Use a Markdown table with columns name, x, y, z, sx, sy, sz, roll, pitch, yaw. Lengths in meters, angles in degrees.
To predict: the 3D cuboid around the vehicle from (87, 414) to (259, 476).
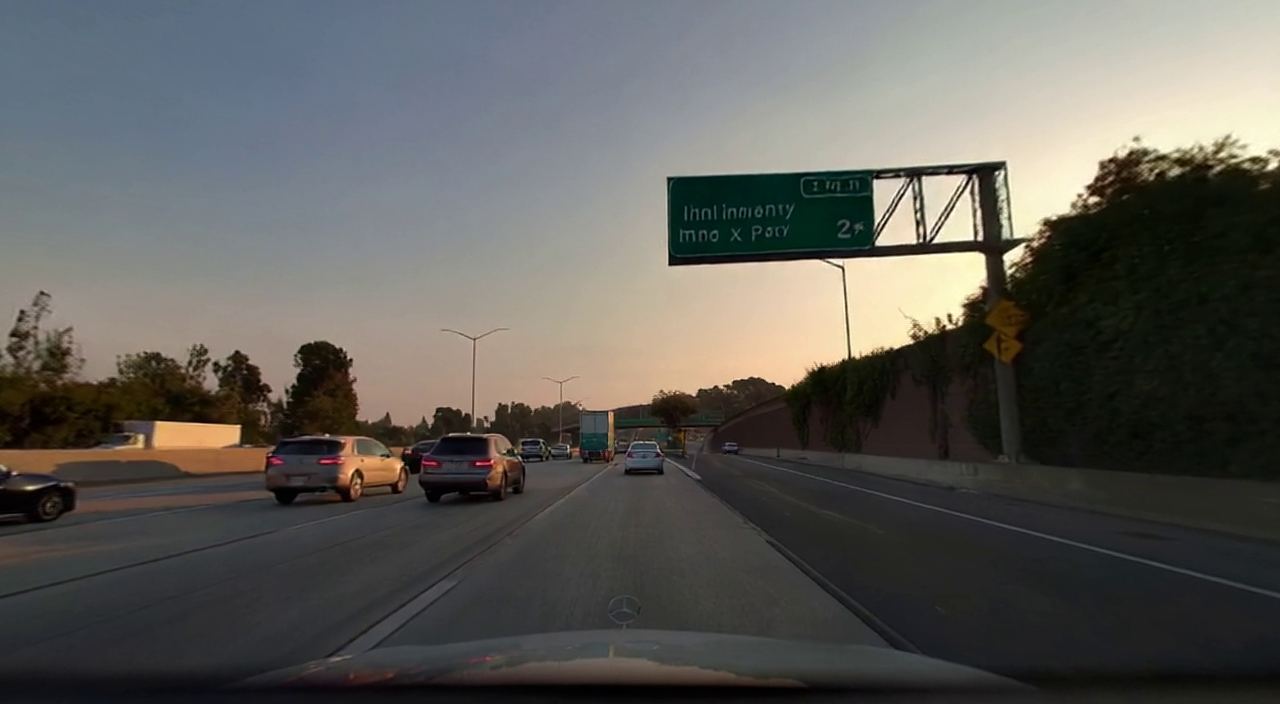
| name | x | y | z | sx | sy | sz | roll | pitch | yaw |
| --- | --- | --- | --- | --- | --- | --- | --- | --- | --- |
| vehicle | -27.949 | 5.687 | 38.652 | 2.909 | 3.253 | 9.778 | 0 | -8 | 1 |

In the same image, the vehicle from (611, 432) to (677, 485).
| name | x | y | z | sx | sy | sz | roll | pitch | yaw |
| --- | --- | --- | --- | --- | --- | --- | --- | --- | --- |
| vehicle | 0.172 | 3.785 | 22.769 | 2.180 | 1.716 | 3.920 | 0 | -8 | 1 |

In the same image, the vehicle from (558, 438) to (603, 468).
| name | x | y | z | sx | sy | sz | roll | pitch | yaw |
| --- | --- | --- | --- | --- | --- | --- | --- | --- | --- |
| vehicle | -3.490 | 6.020 | 37.822 | 2.243 | 1.683 | 4.178 | 0 | -8 | 1 |

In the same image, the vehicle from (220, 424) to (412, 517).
| name | x | y | z | sx | sy | sz | roll | pitch | yaw |
| --- | --- | --- | --- | --- | --- | --- | --- | --- | --- |
| vehicle | -6.967 | 2.572 | 14.207 | 1.998 | 1.770 | 4.222 | 0 | -8 | 1 |

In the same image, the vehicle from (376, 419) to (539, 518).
| name | x | y | z | sx | sy | sz | roll | pitch | yaw |
| --- | --- | --- | --- | --- | --- | --- | --- | --- | --- |
| vehicle | -3.741 | 2.477 | 13.923 | 2.125 | 1.792 | 4.466 | 0 | -8 | 2 |
